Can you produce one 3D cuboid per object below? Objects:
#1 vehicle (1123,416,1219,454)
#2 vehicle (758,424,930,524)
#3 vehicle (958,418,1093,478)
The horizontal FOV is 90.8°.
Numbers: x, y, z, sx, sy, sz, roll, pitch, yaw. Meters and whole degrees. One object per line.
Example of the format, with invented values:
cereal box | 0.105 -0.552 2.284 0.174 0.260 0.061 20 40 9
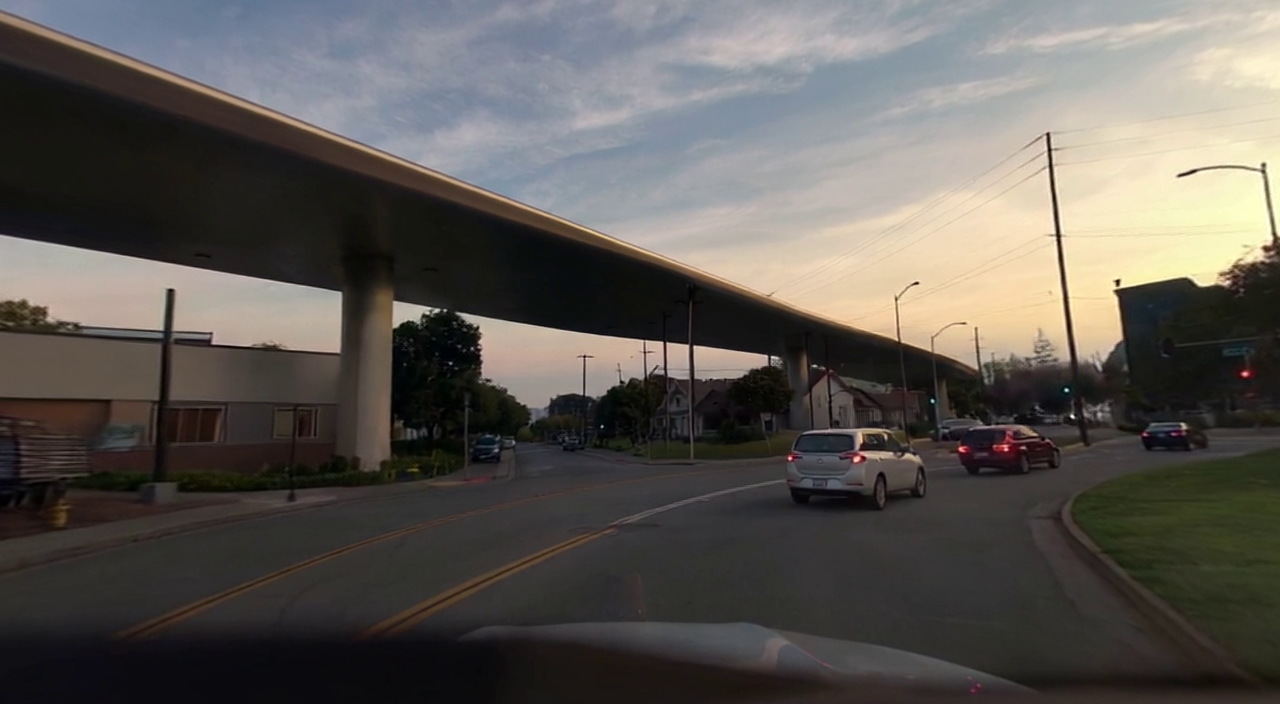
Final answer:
vehicle | 25.842 4.062 30.742 4.310 1.762 1.995 4 -10 -28
vehicle | 4.247 2.310 12.607 2.087 1.578 4.652 -6 -10 32
vehicle | 13.617 3.358 22.233 4.771 1.885 2.241 6 -10 -36
